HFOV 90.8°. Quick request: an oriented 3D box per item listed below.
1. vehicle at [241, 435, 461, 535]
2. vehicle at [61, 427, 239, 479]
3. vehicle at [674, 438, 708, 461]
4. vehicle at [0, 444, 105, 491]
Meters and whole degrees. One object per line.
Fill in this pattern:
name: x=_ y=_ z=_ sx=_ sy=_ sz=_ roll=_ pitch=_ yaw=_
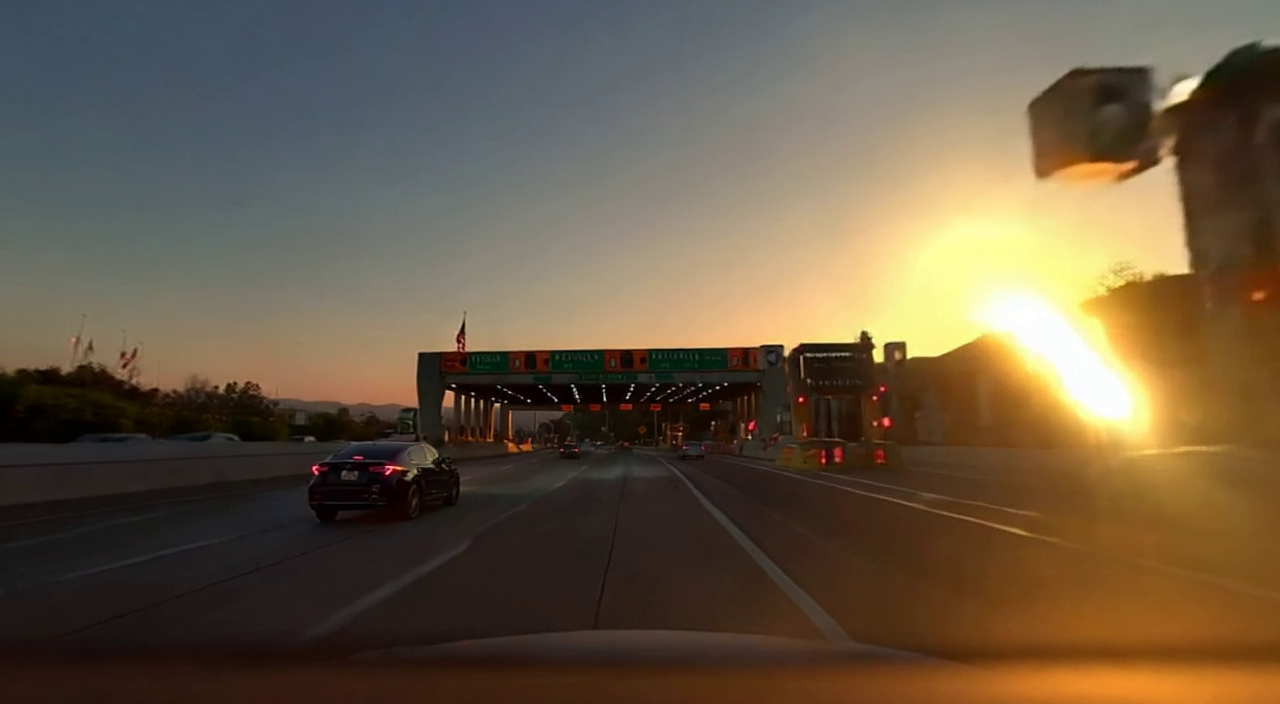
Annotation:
vehicle: x=-4.951 y=2.309 z=11.656 sx=1.981 sy=1.465 sz=4.334 roll=0 pitch=-8 yaw=0
vehicle: x=-21.327 y=4.390 z=27.759 sx=2.303 sy=2.005 sz=5.709 roll=-8 pitch=-11 yaw=42
vehicle: x=3.854 y=7.506 z=48.822 sx=2.072 sy=1.639 sz=4.919 roll=0 pitch=-8 yaw=-1
vehicle: x=-21.007 y=3.757 z=20.692 sx=1.966 sy=1.470 sz=4.933 roll=-7 pitch=-11 yaw=39
